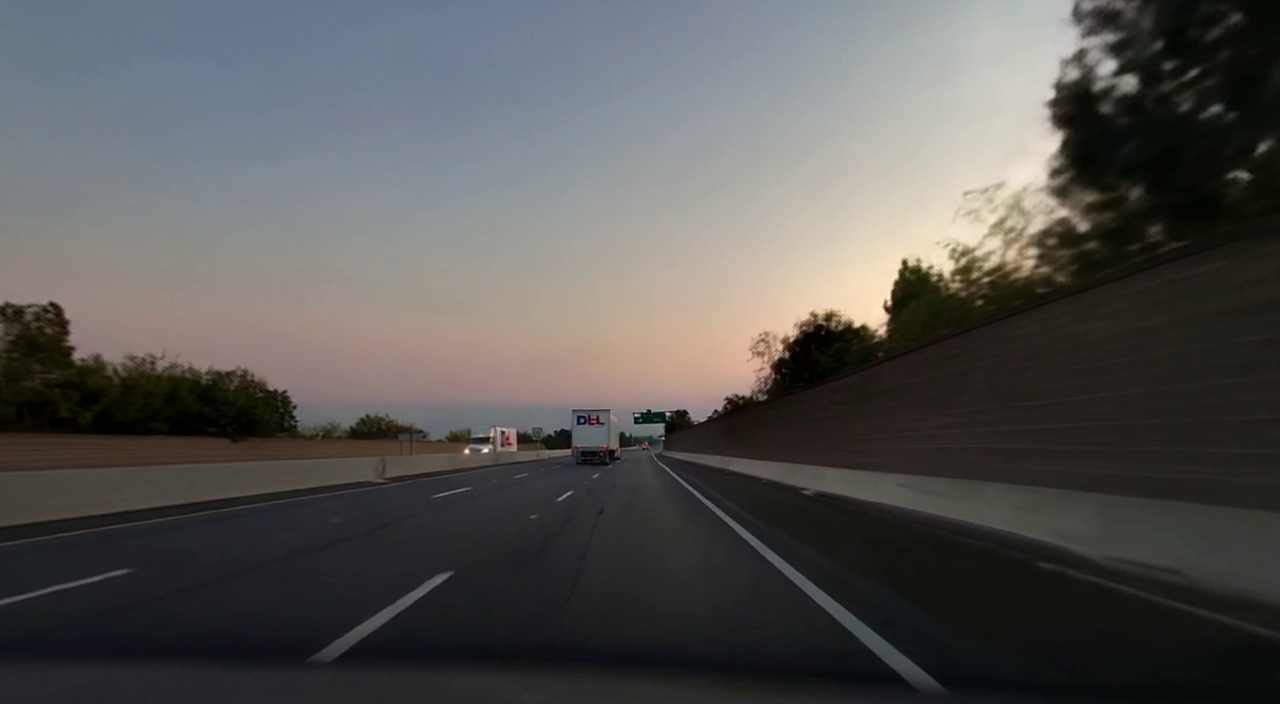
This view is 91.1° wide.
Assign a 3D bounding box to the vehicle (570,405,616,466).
[{"bbox_3d":[-3.420,6.408,48.033,2.796,4.184,8.554,0,-8,1],"label":"vehicle"}]
